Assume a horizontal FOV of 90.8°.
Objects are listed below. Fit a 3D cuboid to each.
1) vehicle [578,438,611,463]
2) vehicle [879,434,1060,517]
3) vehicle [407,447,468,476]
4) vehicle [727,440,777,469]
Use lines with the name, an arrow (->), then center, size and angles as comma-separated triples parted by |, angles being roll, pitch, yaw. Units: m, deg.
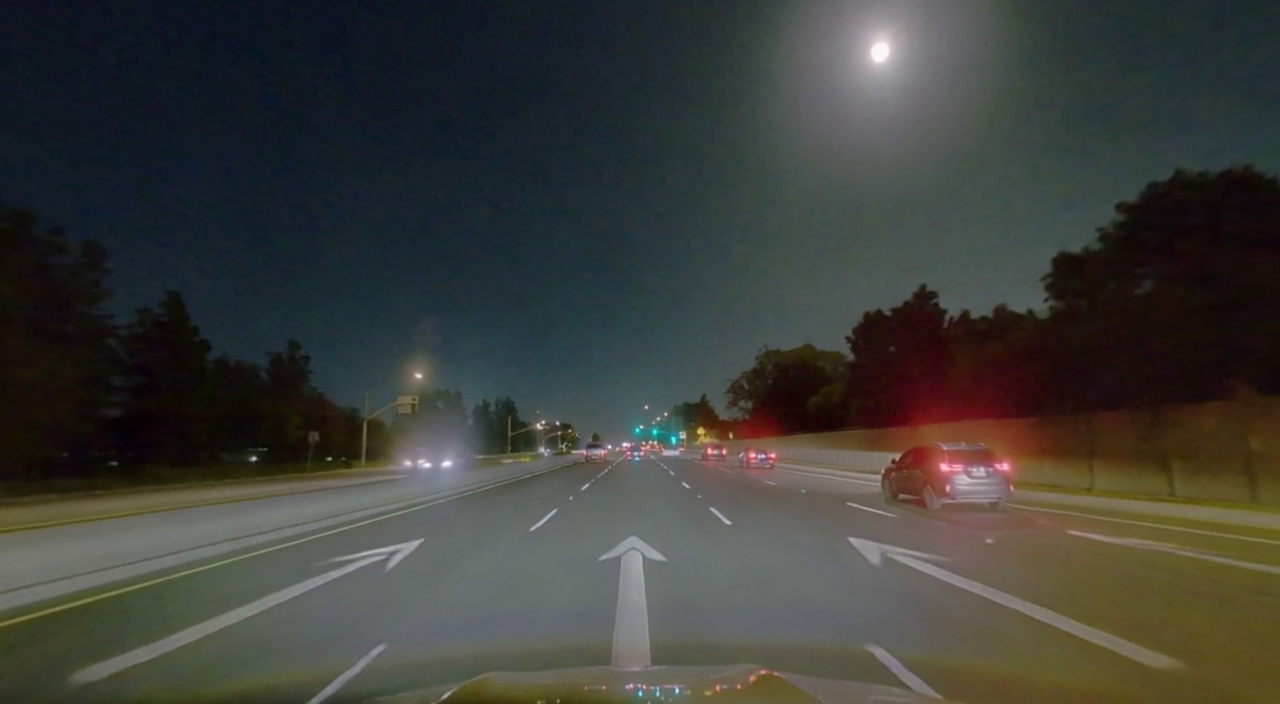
vehicle -> -3.439, 7.549, 48.538 | 2.230, 1.827, 4.406 | 0, -8, 0
vehicle -> 6.806, 2.559, 13.573 | 1.838, 1.518, 3.713 | 0, -8, -1
vehicle -> -11.179, 6.049, 35.188 | 1.973, 1.536, 3.872 | 0, -8, 3
vehicle -> 6.434, 5.940, 36.837 | 1.987, 1.597, 4.463 | 0, -8, -1
